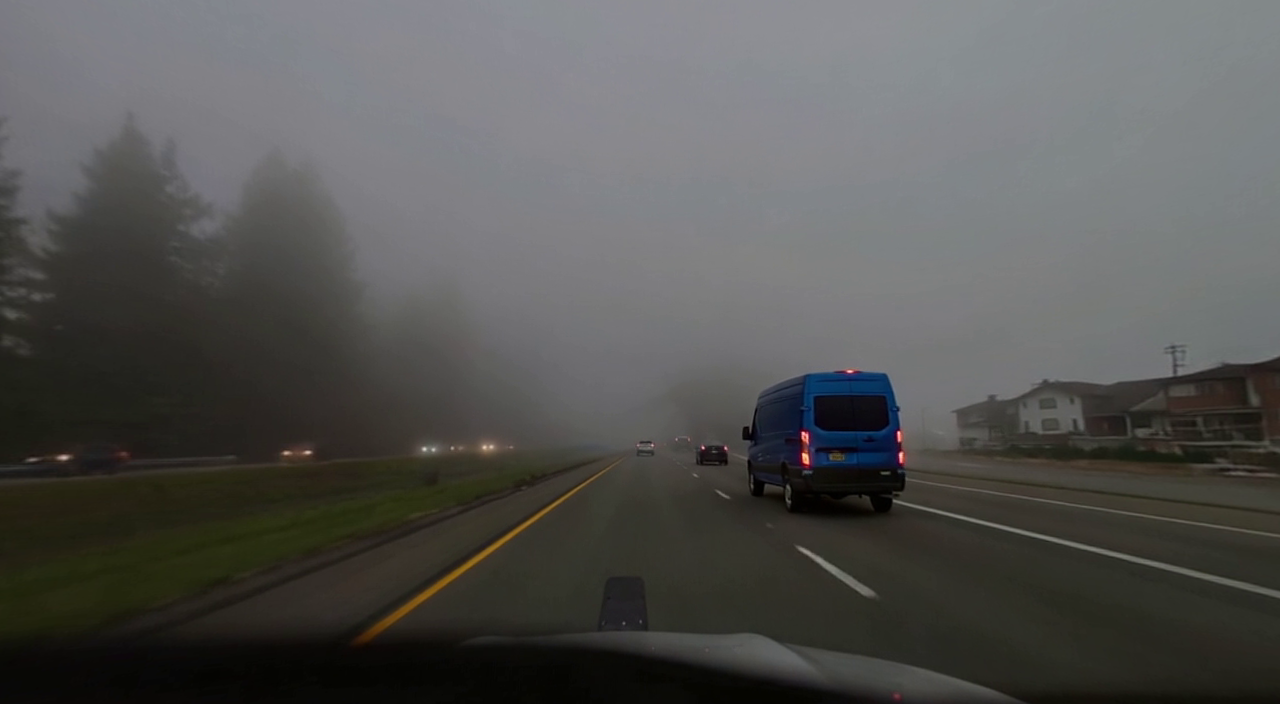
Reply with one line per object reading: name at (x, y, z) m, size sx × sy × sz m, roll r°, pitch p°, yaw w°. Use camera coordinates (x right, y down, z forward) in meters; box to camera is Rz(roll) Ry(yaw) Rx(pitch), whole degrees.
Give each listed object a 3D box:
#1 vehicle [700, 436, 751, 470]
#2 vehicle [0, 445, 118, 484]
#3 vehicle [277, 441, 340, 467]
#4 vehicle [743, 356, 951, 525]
vehicle at (4.460, 5.330, 33.428) m, size 2.034 × 1.651 × 4.342 m, roll 0°, pitch -8°, yaw -1°
vehicle at (-28.336, 5.382, 30.601) m, size 2.020 × 1.725 × 4.561 m, roll 0°, pitch -8°, yaw 1°
vehicle at (-24.140, 7.451, 46.143) m, size 2.018 × 1.758 × 4.587 m, roll 0°, pitch -8°, yaw 1°
vehicle at (3.742, 1.817, 12.983) m, size 2.302 × 2.670 × 5.912 m, roll 0°, pitch -8°, yaw 1°
